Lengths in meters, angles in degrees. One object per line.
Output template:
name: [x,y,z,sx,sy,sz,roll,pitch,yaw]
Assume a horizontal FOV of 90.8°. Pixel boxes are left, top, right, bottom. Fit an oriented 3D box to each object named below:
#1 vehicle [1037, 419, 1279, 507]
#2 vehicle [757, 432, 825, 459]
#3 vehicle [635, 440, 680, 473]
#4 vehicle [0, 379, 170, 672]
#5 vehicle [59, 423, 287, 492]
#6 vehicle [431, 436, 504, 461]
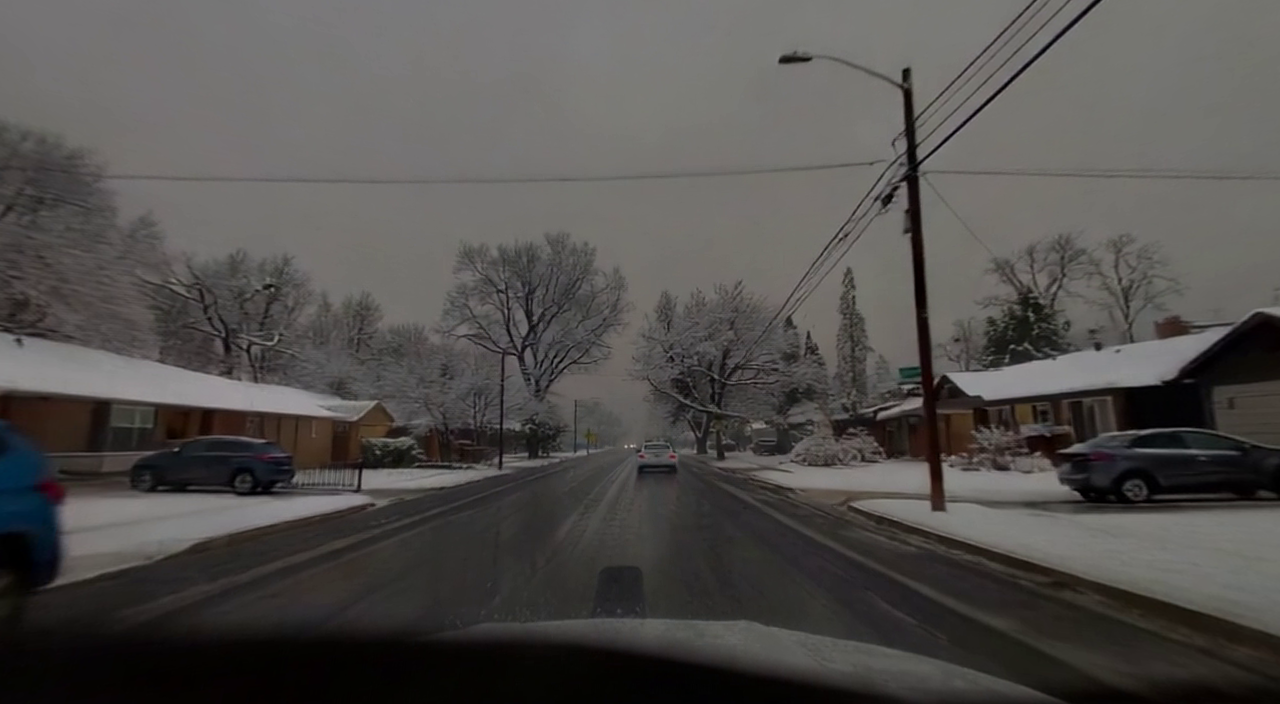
vehicle: [11.096,2.205,12.932,4.592,1.489,1.919,-2,-8,-1]
vehicle: [10.005,6.245,42.141,4.009,1.747,1.839,0,-9,0]
vehicle: [0.747,4.959,30.198,2.000,1.449,4.006,0,-8,-1]
vehicle: [-5.108,0.983,2.936,2.126,1.816,4.796,-3,-8,1]
vehicle: [-12.949,2.950,17.786,4.765,1.791,1.941,0,-9,-1]
vehicle: [-13.029,7.312,47.896,4.909,1.869,2.007,-1,-9,5]
